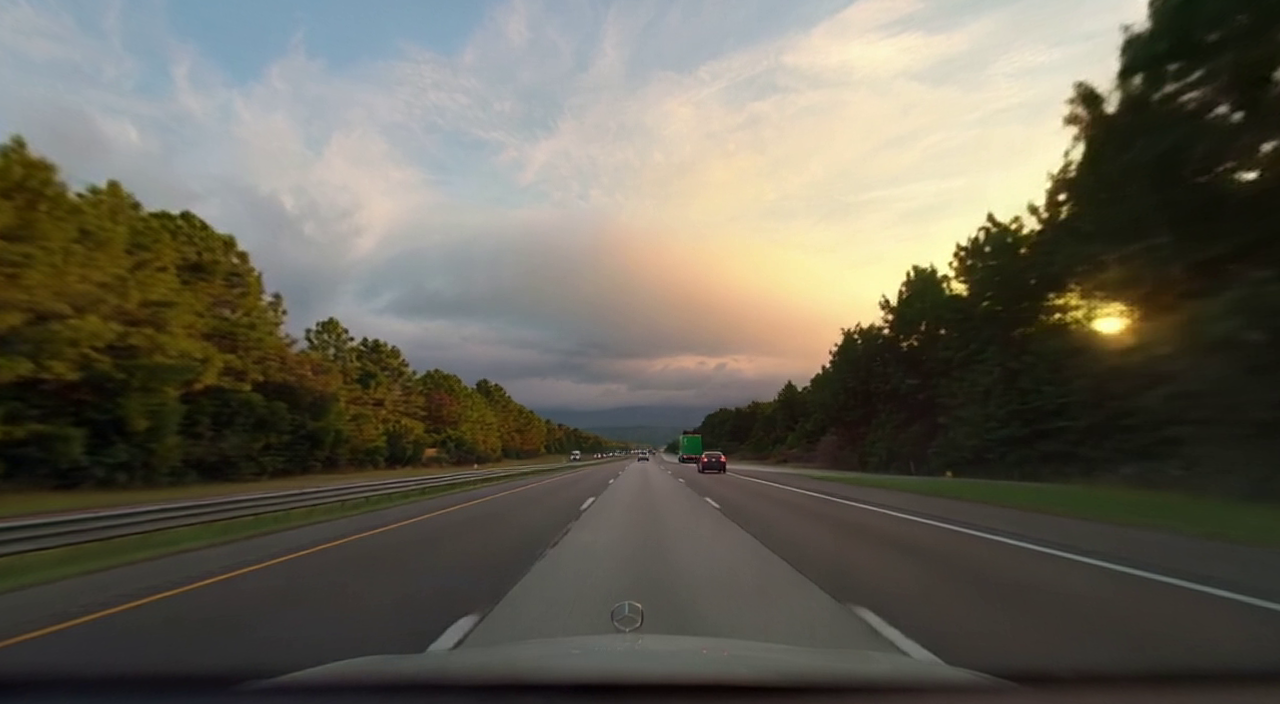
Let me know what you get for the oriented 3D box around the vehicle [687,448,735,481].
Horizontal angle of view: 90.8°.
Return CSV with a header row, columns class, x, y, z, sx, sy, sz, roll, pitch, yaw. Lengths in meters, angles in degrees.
class,x,y,z,sx,sy,sz,roll,pitch,yaw
vehicle,3.642,5.817,32.876,2.019,1.601,3.953,0,-9,0
